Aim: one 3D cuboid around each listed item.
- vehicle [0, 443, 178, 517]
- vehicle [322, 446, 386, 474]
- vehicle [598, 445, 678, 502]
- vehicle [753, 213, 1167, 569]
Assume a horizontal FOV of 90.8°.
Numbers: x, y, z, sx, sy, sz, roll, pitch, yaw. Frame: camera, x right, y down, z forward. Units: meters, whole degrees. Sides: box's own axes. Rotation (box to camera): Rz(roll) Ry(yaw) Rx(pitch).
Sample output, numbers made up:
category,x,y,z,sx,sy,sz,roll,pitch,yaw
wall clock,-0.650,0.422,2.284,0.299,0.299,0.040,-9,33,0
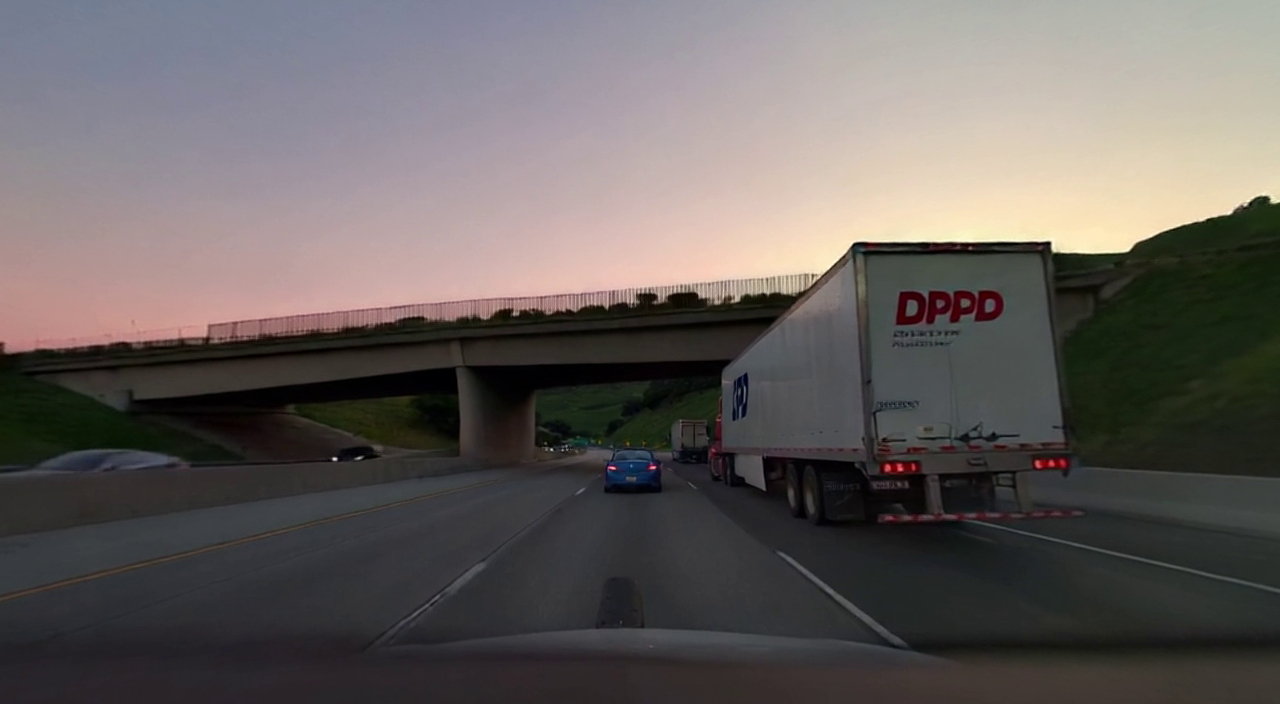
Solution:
category,x,y,z,sx,sy,sz,roll,pitch,yaw
vehicle,-14.646,3.228,16.414,1.864,1.639,4.400,0,-9,1
vehicle,-17.423,6.588,38.731,1.931,1.569,4.277,0,-9,0
vehicle,-0.059,3.382,17.912,2.029,1.437,3.794,0,-9,0
vehicle,4.185,0.985,11.097,2.802,3.956,8.291,0,-9,0
